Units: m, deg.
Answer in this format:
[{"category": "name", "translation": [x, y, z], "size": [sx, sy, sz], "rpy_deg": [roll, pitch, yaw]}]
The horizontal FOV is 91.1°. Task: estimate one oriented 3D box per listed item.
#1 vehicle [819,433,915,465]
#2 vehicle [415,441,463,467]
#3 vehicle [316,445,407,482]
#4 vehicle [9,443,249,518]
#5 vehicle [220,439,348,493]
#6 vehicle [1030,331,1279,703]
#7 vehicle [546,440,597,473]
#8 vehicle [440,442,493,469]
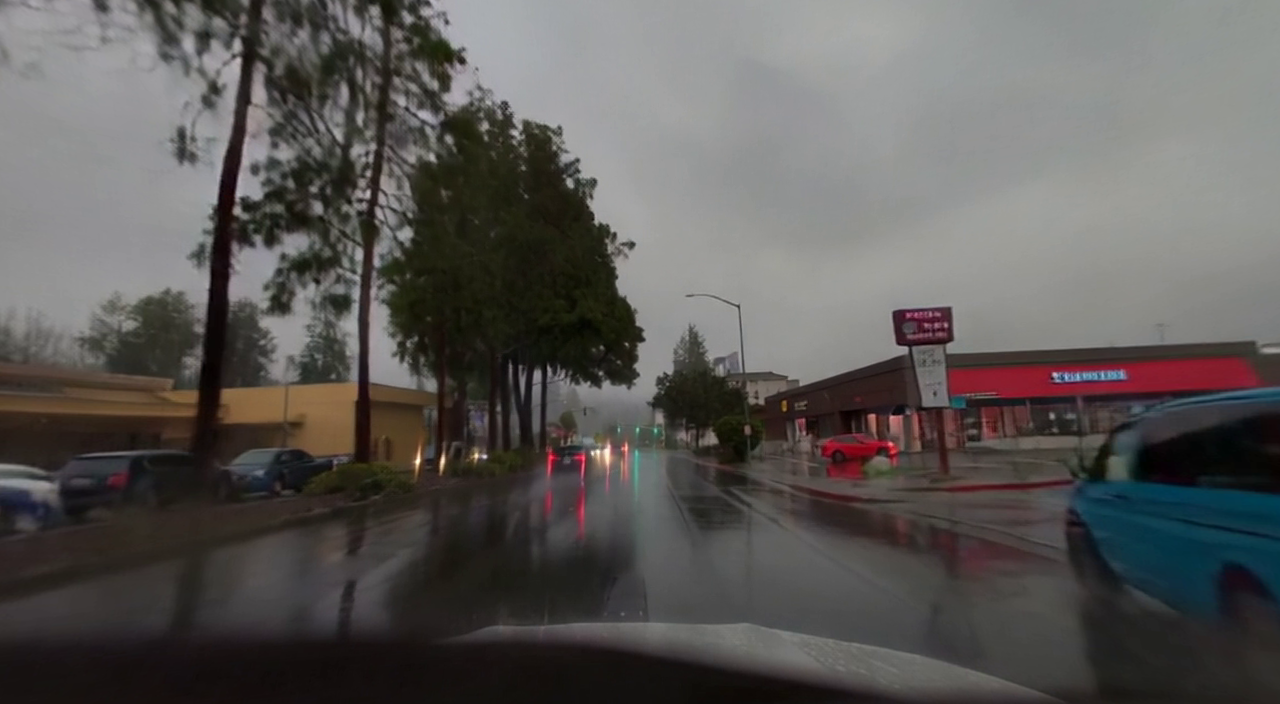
[{"category": "vehicle", "translation": [11.108, 4.765, 30.959], "size": [3.935, 1.518, 1.985], "rpy_deg": [0, -8, -2]}, {"category": "vehicle", "translation": [-14.968, 7.600, 47.122], "size": [1.936, 1.813, 4.921], "rpy_deg": [-1, -8, 0]}, {"category": "vehicle", "translation": [-12.045, 4.812, 27.537], "size": [1.948, 1.453, 4.431], "rpy_deg": [0, -8, 0]}, {"category": "vehicle", "translation": [-11.717, 2.929, 14.915], "size": [1.959, 1.488, 4.390], "rpy_deg": [0, -8, 1]}, {"category": "vehicle", "translation": [-11.866, 3.812, 21.319], "size": [1.852, 1.621, 4.166], "rpy_deg": [0, -8, 1]}, {"category": "vehicle", "translation": [4.302, 1.036, 4.172], "size": [2.293, 1.779, 4.457], "rpy_deg": [-4, -9, 25]}, {"category": "vehicle", "translation": [-3.293, 5.091, 30.891], "size": [1.966, 1.481, 4.385], "rpy_deg": [0, -8, 1]}, {"category": "vehicle", "translation": [-11.717, 7.009, 42.757], "size": [2.024, 1.656, 4.837], "rpy_deg": [-1, -8, 2]}]
